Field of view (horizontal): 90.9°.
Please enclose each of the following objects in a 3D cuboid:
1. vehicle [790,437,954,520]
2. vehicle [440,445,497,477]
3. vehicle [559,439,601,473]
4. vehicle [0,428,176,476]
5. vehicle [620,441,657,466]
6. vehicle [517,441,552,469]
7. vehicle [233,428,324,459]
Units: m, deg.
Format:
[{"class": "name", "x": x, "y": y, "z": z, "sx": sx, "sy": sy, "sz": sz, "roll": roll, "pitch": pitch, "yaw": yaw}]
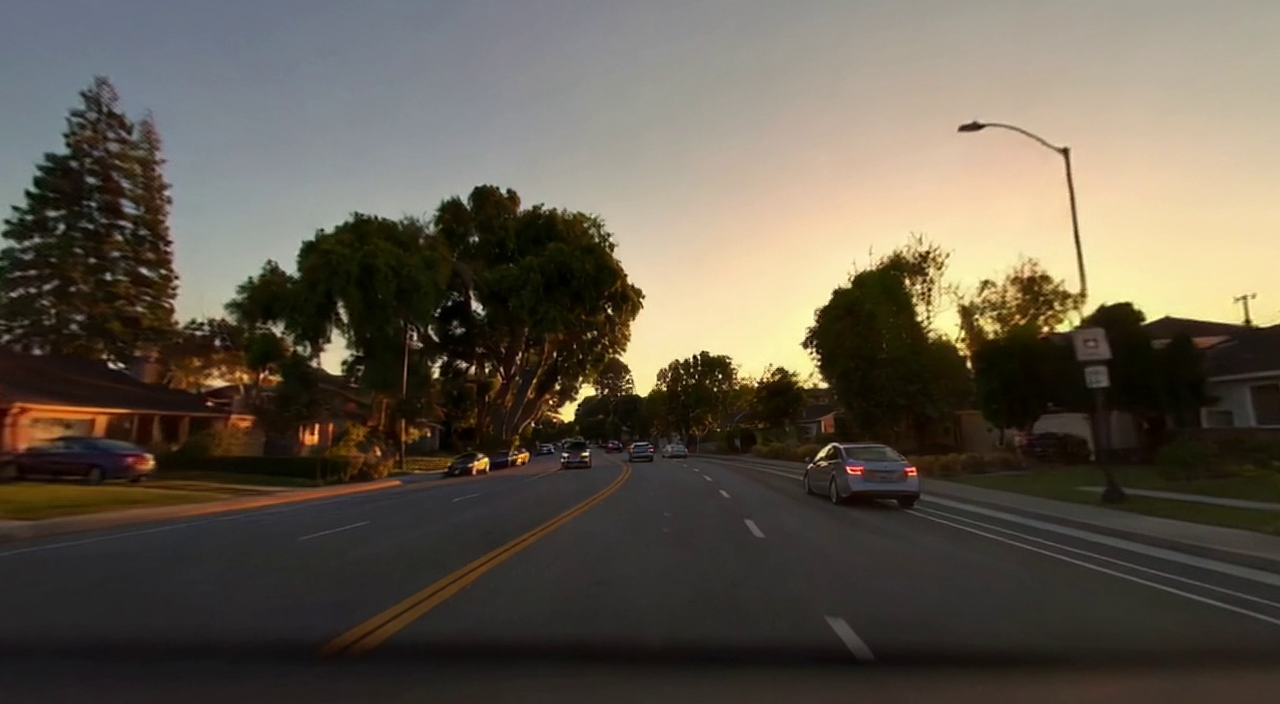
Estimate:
[{"class": "vehicle", "x": 4.821, "y": 2.667, "z": 13.894, "sx": 1.934, "sy": 1.506, "sz": 4.282, "roll": 0, "pitch": -8, "yaw": -1}, {"class": "vehicle", "x": -9.841, "y": 6.263, "z": 36.556, "sx": 2.038, "sy": 1.690, "sz": 4.825, "roll": 0, "pitch": -8, "yaw": -2}, {"class": "vehicle", "x": -3.239, "y": 5.673, "z": 34.738, "sx": 2.081, "sy": 1.721, "sz": 4.228, "roll": 0, "pitch": -8, "yaw": -3}, {"class": "vehicle", "x": -19.150, "y": 3.484, "z": 22.011, "sx": 4.377, "sy": 1.570, "sz": 1.871, "roll": 0, "pitch": -8, "yaw": 0}, {"class": "vehicle", "x": -0.147, "y": 7.146, "z": 44.639, "sx": 2.106, "sy": 1.667, "sz": 4.367, "roll": 1, "pitch": -8, "yaw": -7}, {"class": "vehicle", "x": -7.234, "y": 7.102, "z": 43.703, "sx": 2.075, "sy": 1.822, "sz": 5.096, "roll": 1, "pitch": -8, "yaw": -6}, {"class": "vehicle", "x": -23.979, "y": 6.090, "z": 41.980, "sx": 4.772, "sy": 1.877, "sz": 2.038, "roll": 0, "pitch": -8, "yaw": -10}]
